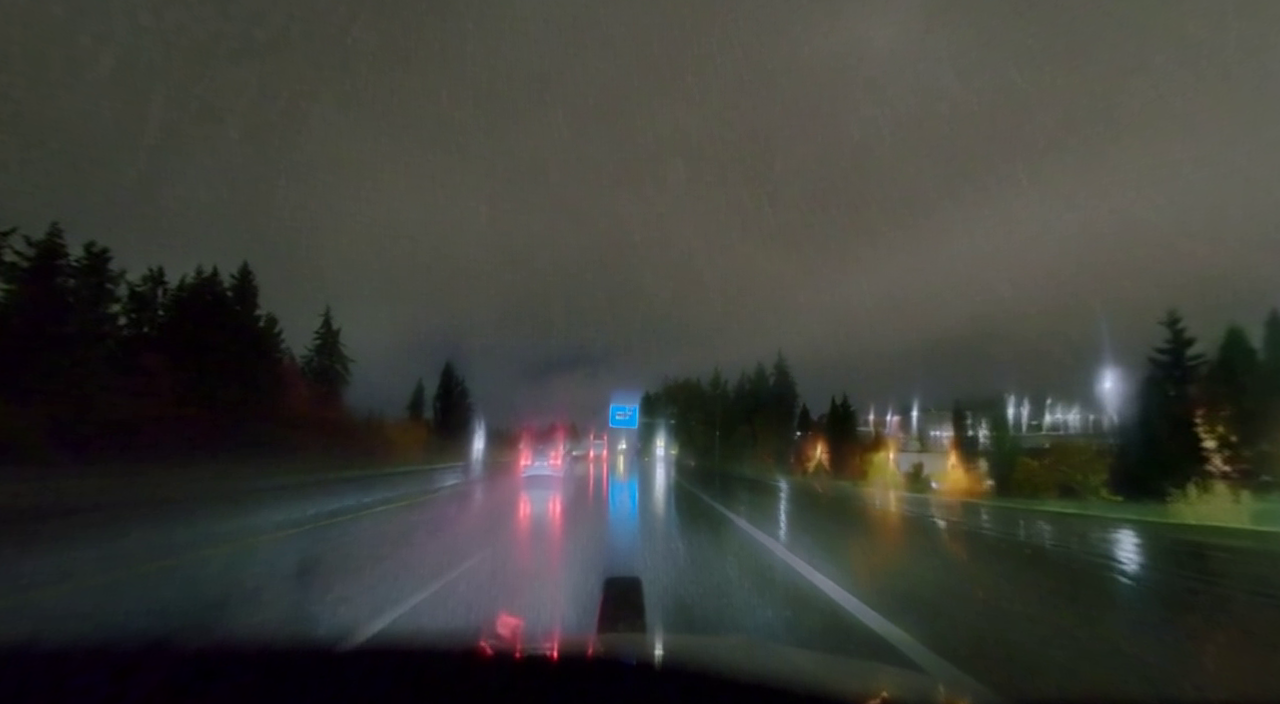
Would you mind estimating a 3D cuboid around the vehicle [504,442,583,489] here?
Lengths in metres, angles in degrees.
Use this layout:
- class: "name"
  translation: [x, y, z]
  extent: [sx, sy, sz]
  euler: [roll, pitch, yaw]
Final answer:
- class: "vehicle"
  translation: [-3.521, 4.260, 23.974]
  extent: [2.184, 1.574, 5.004]
  euler: [0, -9, 0]
